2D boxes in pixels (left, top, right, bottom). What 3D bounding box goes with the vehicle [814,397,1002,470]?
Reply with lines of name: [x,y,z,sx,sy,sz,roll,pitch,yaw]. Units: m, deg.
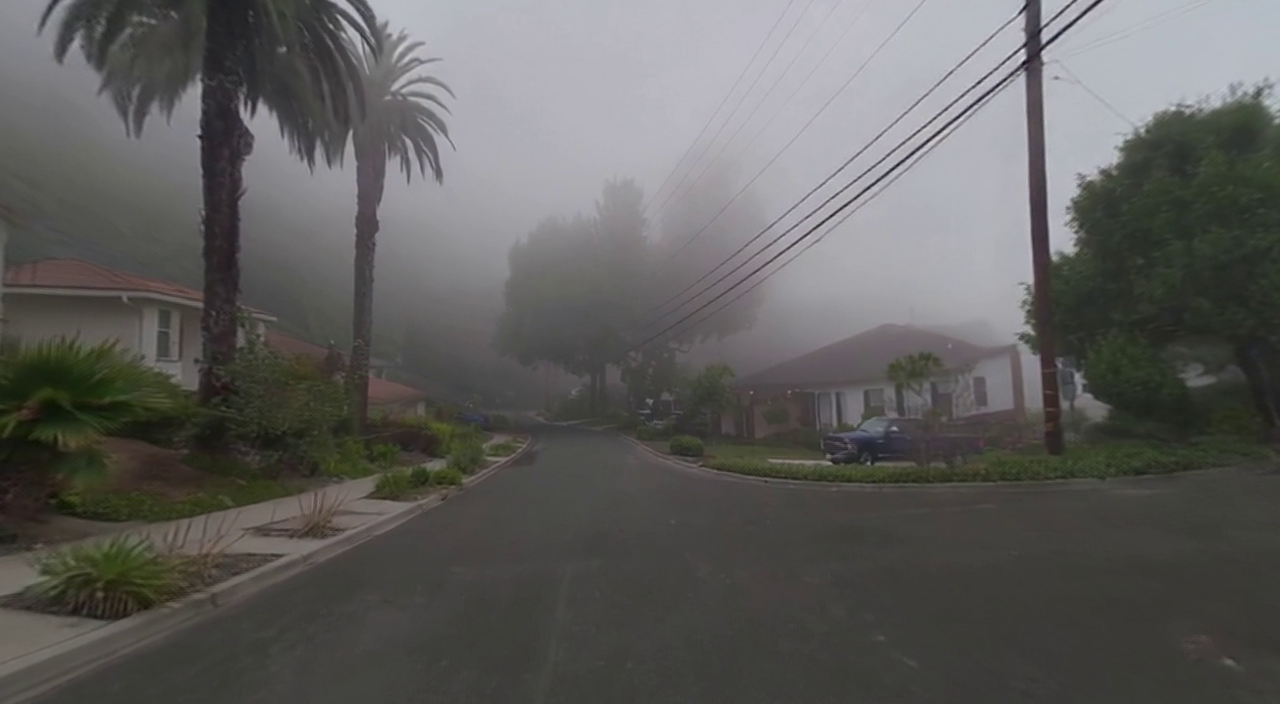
vehicle: [8.539,2.660,20.017,5.663,1.913,2.170,6,-10,-23]
